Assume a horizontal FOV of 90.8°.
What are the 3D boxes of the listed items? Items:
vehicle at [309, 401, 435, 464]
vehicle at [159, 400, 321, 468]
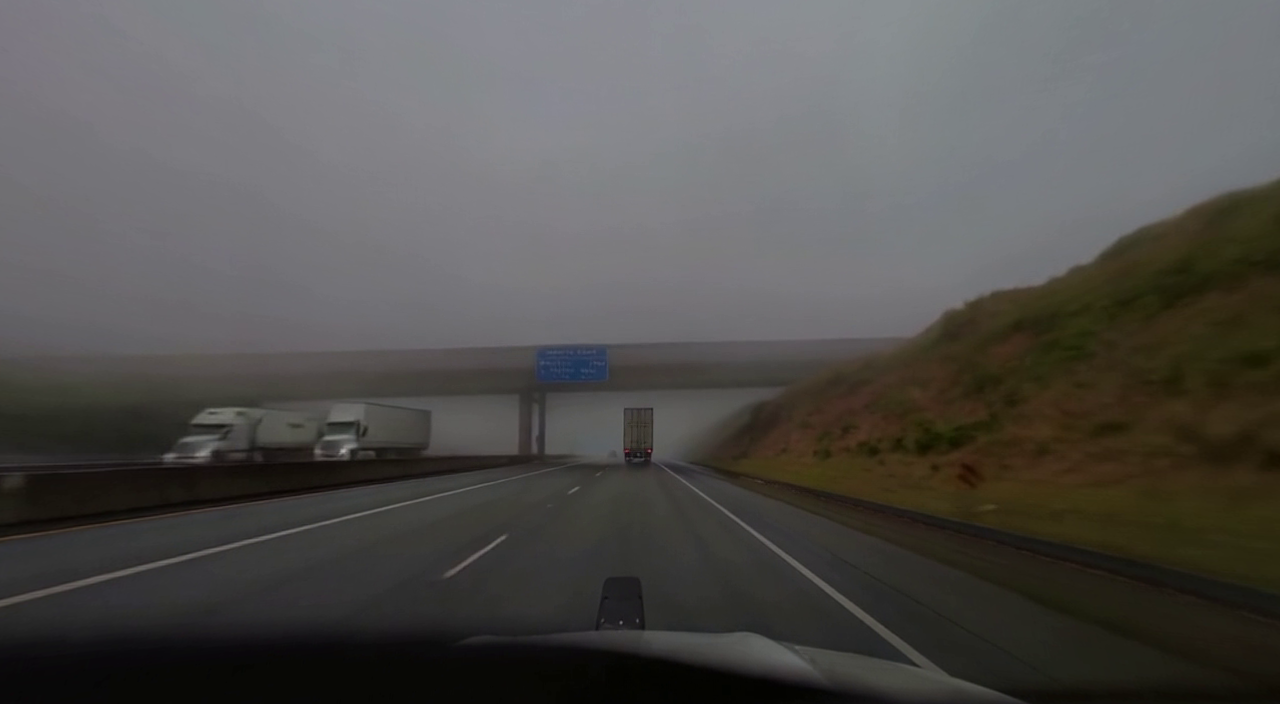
[{"bbox_3d":[-18.987,6.149,46.423,2.997,3.896,14.226,0,-9,0],"label":"vehicle"},{"bbox_3d":[-23.197,5.019,37.669,2.789,3.463,10.717,0,-9,-1],"label":"vehicle"}]
